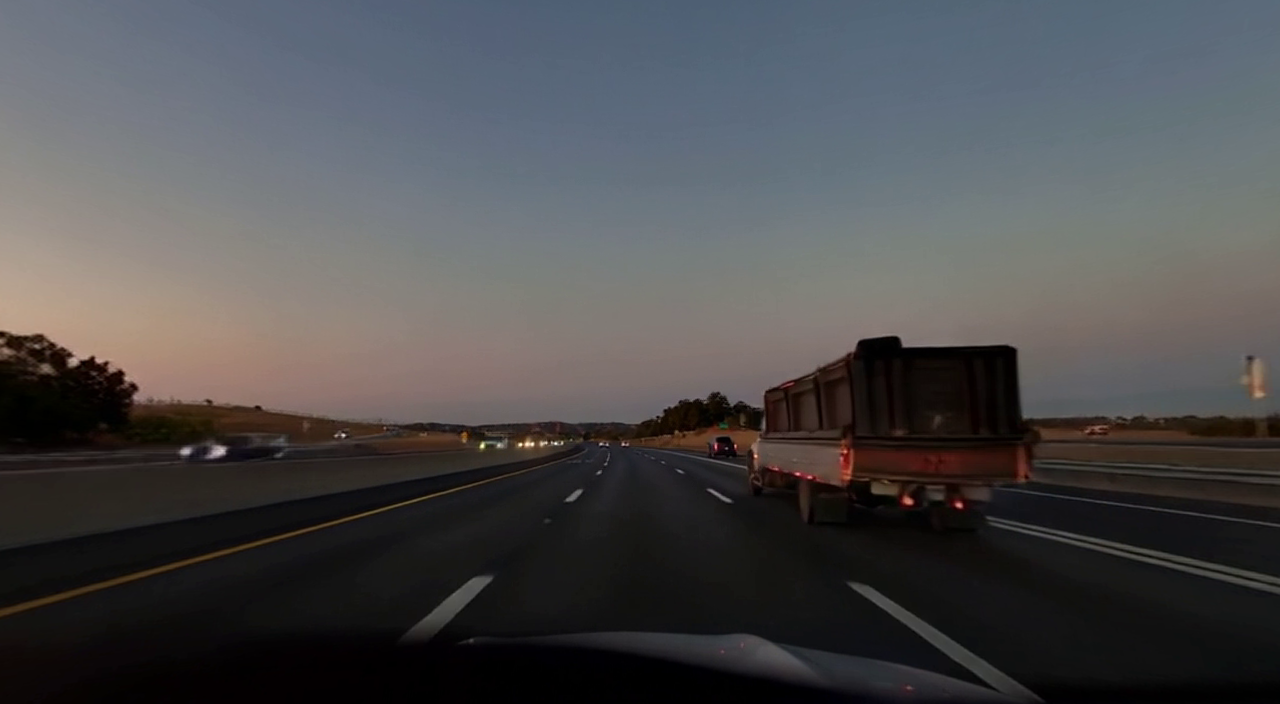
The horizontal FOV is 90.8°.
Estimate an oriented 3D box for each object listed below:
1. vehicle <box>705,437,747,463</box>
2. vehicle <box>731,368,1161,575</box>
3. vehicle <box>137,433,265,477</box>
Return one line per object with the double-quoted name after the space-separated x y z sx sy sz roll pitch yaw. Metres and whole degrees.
6.000 6.934 44.658 2.104 1.723 4.538 0 -9 -3 "vehicle"
3.637 1.769 10.325 2.981 2.053 7.897 0 -8 -1 "vehicle"
-20.156 4.757 29.373 2.362 1.865 5.180 0 -8 -2 "vehicle"
